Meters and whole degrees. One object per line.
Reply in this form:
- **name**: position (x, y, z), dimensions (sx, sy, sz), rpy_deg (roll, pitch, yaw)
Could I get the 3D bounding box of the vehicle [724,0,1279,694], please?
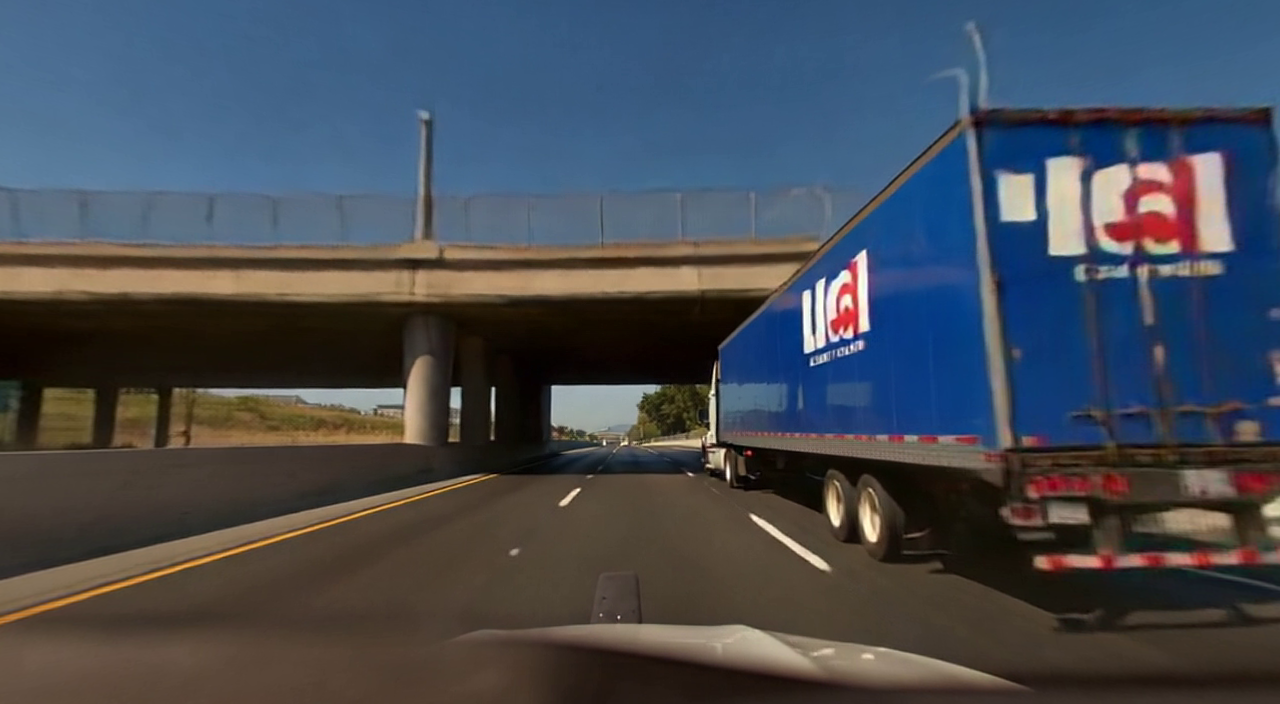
- **vehicle**: position (4.098, 0.577, 10.665), dimensions (3.034, 4.194, 14.704), rpy_deg (0, -8, -1)
